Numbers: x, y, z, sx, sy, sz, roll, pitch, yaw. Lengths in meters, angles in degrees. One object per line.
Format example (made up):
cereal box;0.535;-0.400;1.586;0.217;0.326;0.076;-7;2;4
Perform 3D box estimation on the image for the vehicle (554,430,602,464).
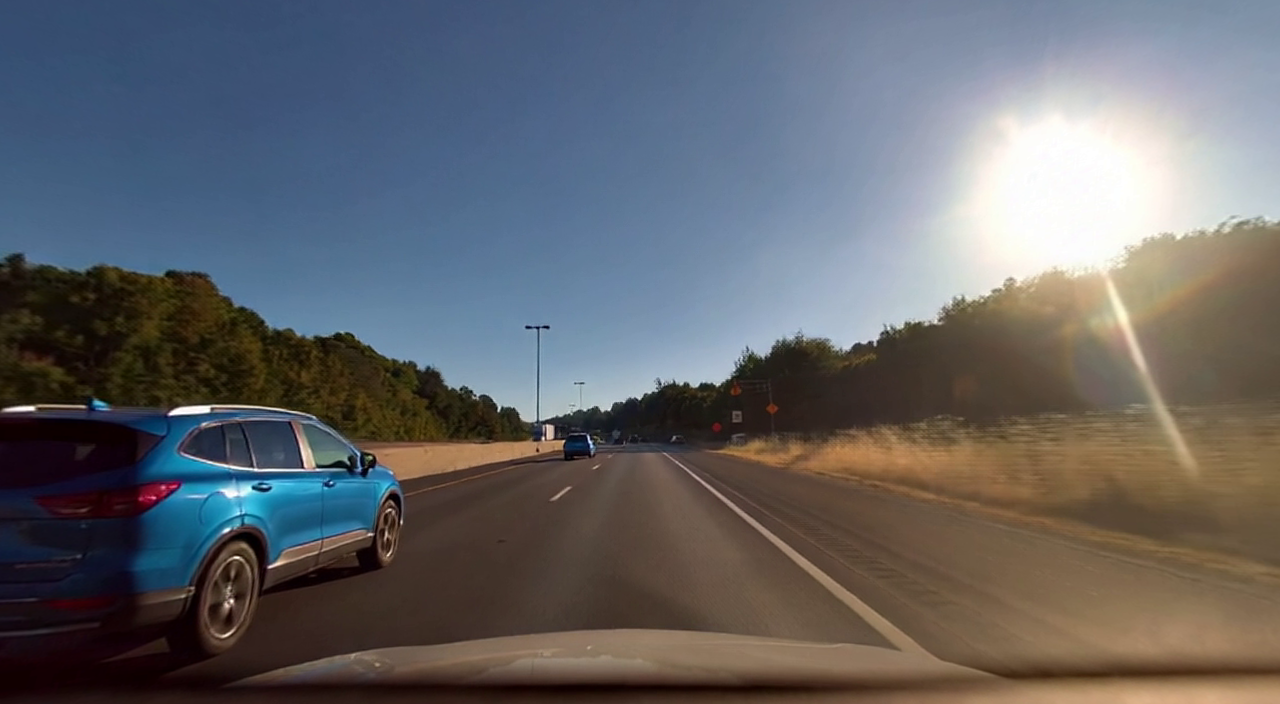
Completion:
vehicle;-3.274;5.109;33.867;2.125;1.662;4.336;0;-8;0
